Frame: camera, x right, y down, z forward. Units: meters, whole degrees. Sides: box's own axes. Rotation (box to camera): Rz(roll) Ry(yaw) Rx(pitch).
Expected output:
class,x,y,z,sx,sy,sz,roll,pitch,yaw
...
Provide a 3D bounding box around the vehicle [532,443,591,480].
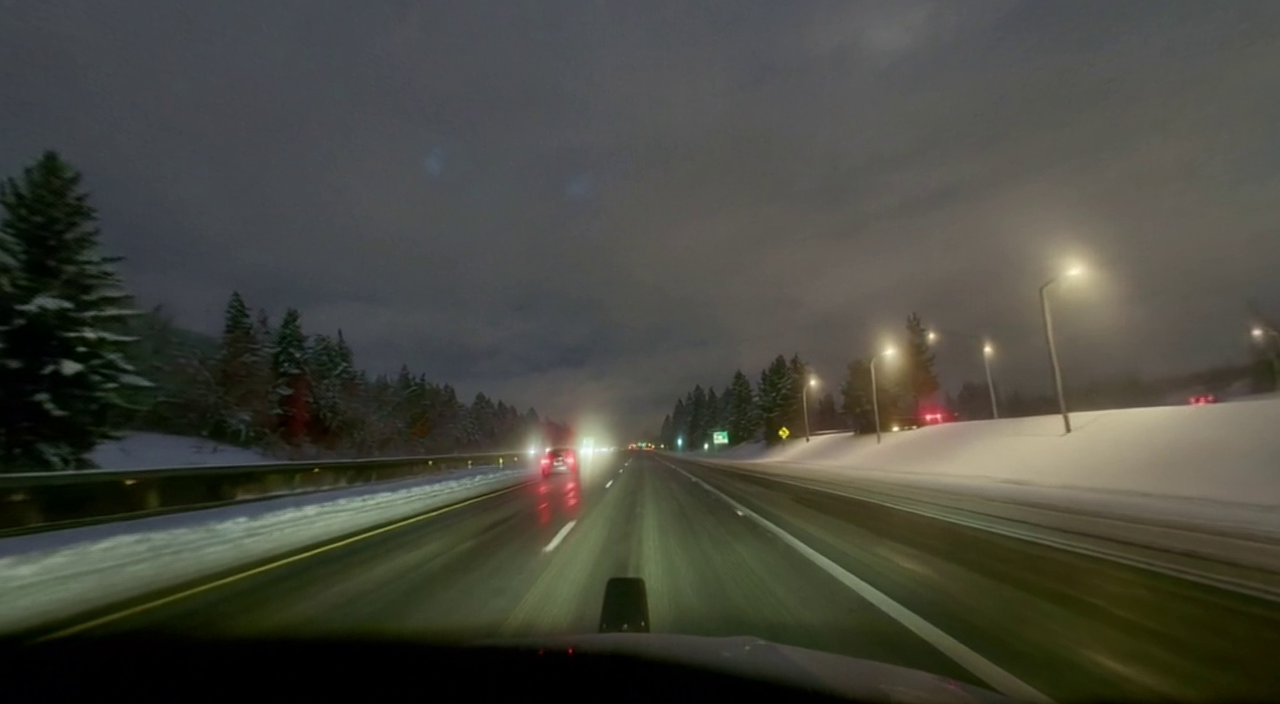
class,x,y,z,sx,sy,sz,roll,pitch,yaw
vehicle,-3.506,4.966,28.883,2.021,1.526,4.385,0,-8,2

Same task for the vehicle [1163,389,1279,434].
class,x,y,z,sx,sy,sz,roll,pitch,yaw
vehicle,21.302,2.146,22.250,4.015,1.437,1.908,-5,-10,30
